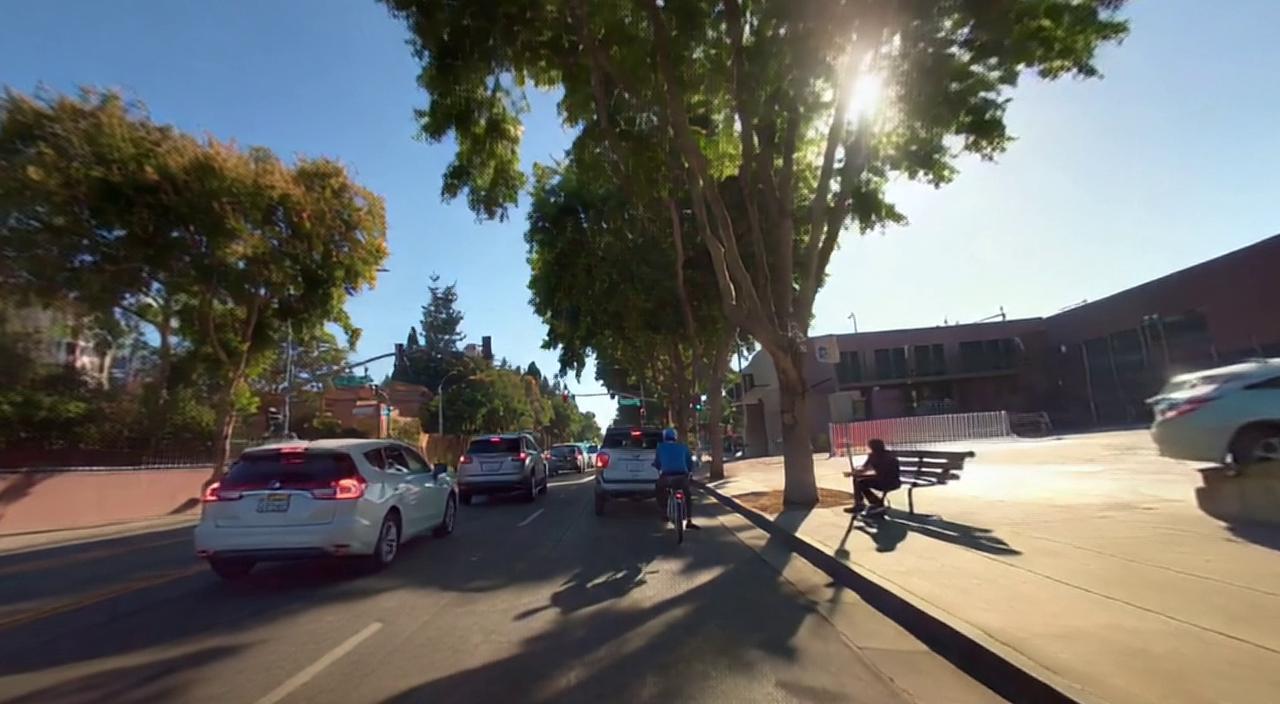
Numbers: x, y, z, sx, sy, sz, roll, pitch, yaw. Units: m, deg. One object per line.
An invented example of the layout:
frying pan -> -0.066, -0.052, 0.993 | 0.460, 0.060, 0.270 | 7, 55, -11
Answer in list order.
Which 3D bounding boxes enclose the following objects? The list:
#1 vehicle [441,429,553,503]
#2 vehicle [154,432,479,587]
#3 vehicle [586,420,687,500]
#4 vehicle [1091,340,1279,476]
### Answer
vehicle -> -3.753, 3.085, 17.482 | 2.046, 1.750, 4.452 | 0, -9, 0
vehicle -> -3.685, 1.855, 8.284 | 2.064, 1.486, 4.140 | 0, -9, 0
vehicle -> -0.123, 2.979, 17.733 | 2.426, 1.882, 5.027 | 0, -9, -1
vehicle -> 8.441, 0.758, 7.886 | 4.159, 1.416, 2.049 | 1, -9, -7
